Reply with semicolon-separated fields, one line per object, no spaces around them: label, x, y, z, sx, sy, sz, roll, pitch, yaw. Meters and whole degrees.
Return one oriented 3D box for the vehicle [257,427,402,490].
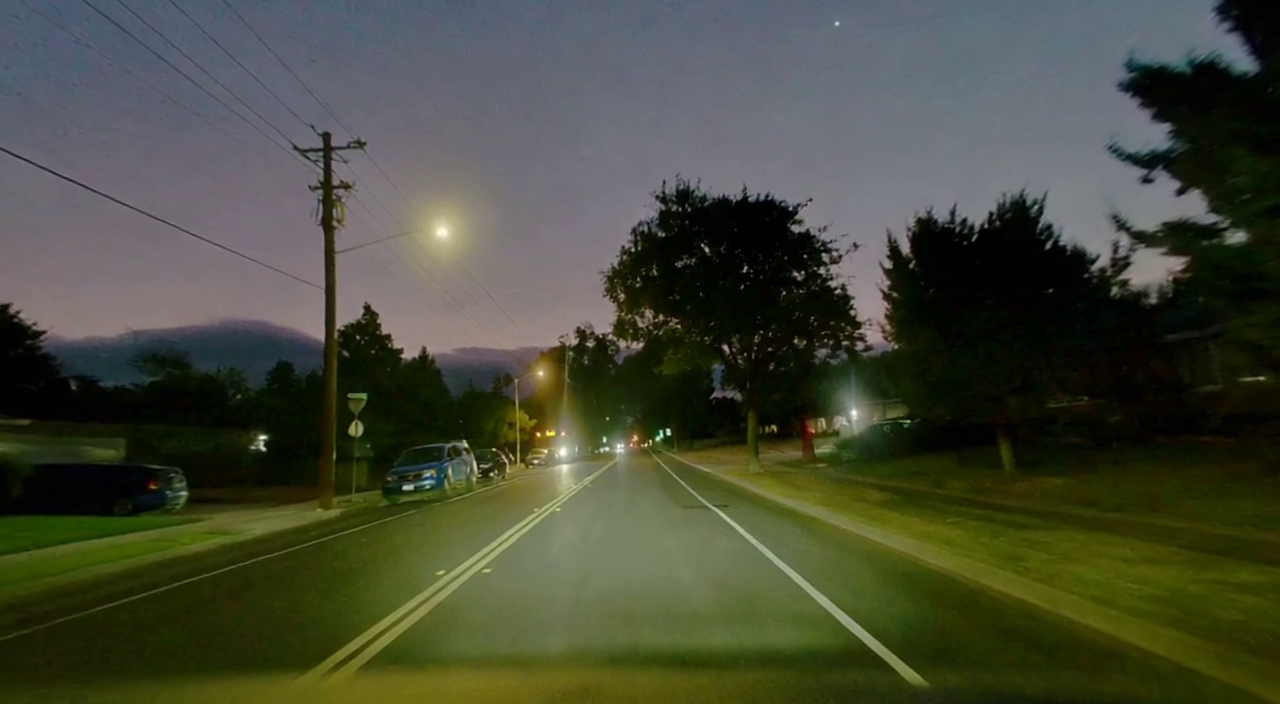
vehicle;-14.457;4.982;29.559;5.883;2.467;2.214;-5;-9;9

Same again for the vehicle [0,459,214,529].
vehicle;-12.736;3.279;14.910;4.267;1.459;1.801;-2;-9;9

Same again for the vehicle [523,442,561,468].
vehicle;-6.796;7.163;44.031;2.023;1.721;4.418;0;-8;-1

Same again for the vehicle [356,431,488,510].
vehicle;-6.617;3.642;19.968;2.284;1.939;5.502;-5;-9;-2
